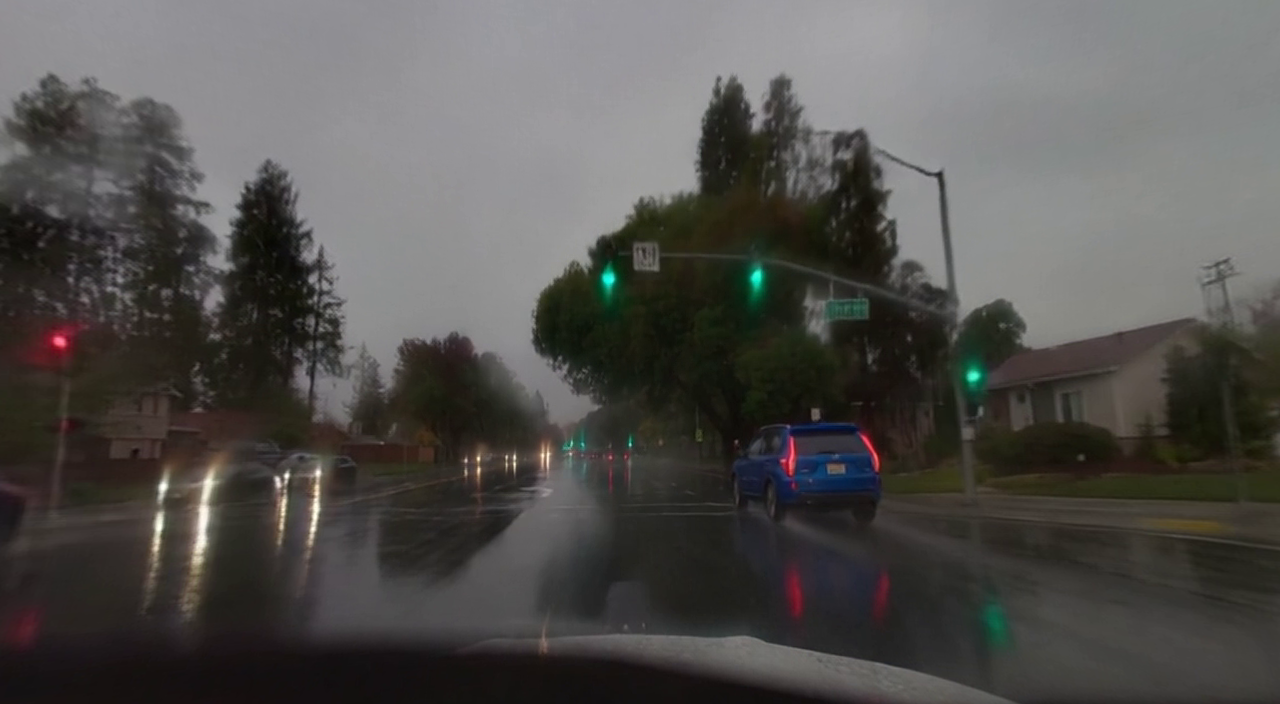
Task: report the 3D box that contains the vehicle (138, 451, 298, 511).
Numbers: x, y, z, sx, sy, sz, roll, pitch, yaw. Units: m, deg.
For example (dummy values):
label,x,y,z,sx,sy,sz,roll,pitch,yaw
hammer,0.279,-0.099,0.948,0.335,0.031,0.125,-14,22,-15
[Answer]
label,x,y,z,sx,sy,sz,roll,pitch,yaw
vehicle,-13.263,4.025,20.253,1.955,1.509,4.640,-3,-8,0

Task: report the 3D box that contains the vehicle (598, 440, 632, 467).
label,x,y,z,sx,sy,sz,roll,pitch,yaw
vehicle,-1.747,6.838,42.698,2.138,1.729,4.178,0,-8,-4

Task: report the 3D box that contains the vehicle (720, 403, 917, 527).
label,x,y,z,sx,sy,sz,roll,pitch,yaw
vehicle,3.378,2.280,13.496,2.338,2.063,5.592,0,-8,-3

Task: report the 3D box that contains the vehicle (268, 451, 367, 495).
label,x,y,z,sx,sy,sz,roll,pitch,yaw
vehicle,-13.198,4.940,26.122,1.965,1.416,4.613,-3,-8,-4
